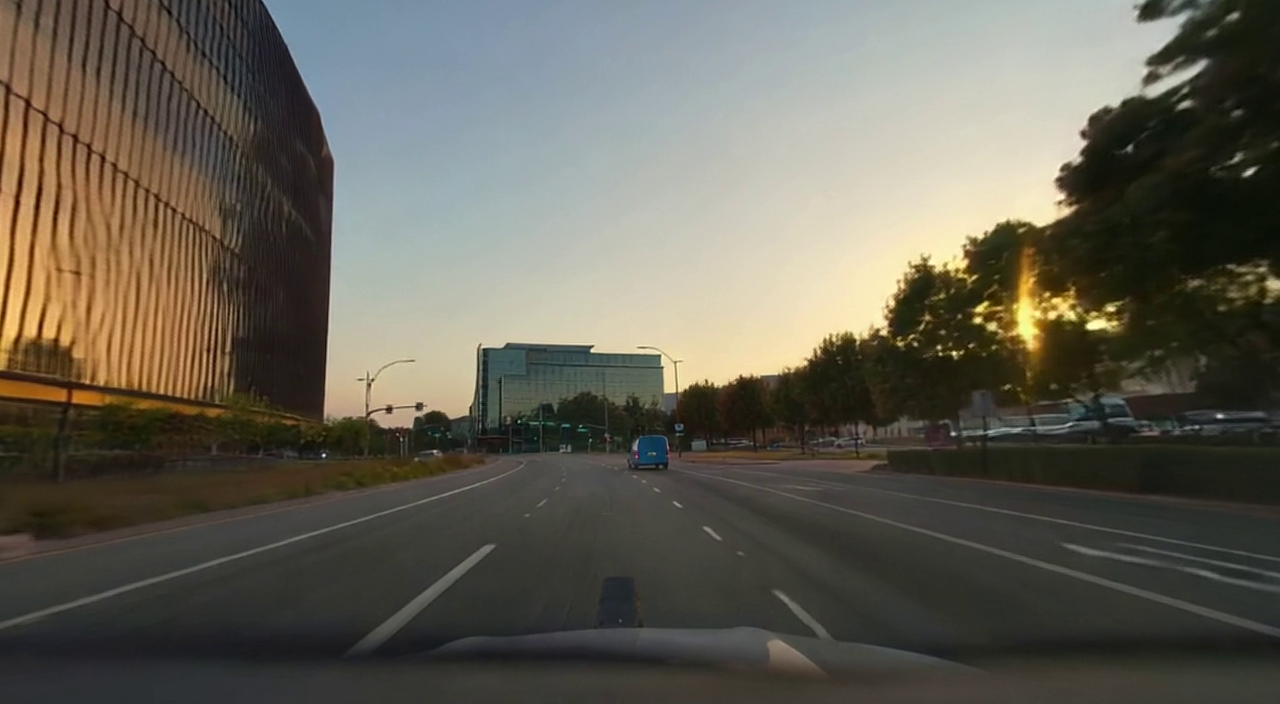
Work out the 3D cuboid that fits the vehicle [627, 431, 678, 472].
[{"bbox_3d":[0.646,5.913,37.549,2.339,2.244,4.817,1,-9,-8],"label":"vehicle"}]
